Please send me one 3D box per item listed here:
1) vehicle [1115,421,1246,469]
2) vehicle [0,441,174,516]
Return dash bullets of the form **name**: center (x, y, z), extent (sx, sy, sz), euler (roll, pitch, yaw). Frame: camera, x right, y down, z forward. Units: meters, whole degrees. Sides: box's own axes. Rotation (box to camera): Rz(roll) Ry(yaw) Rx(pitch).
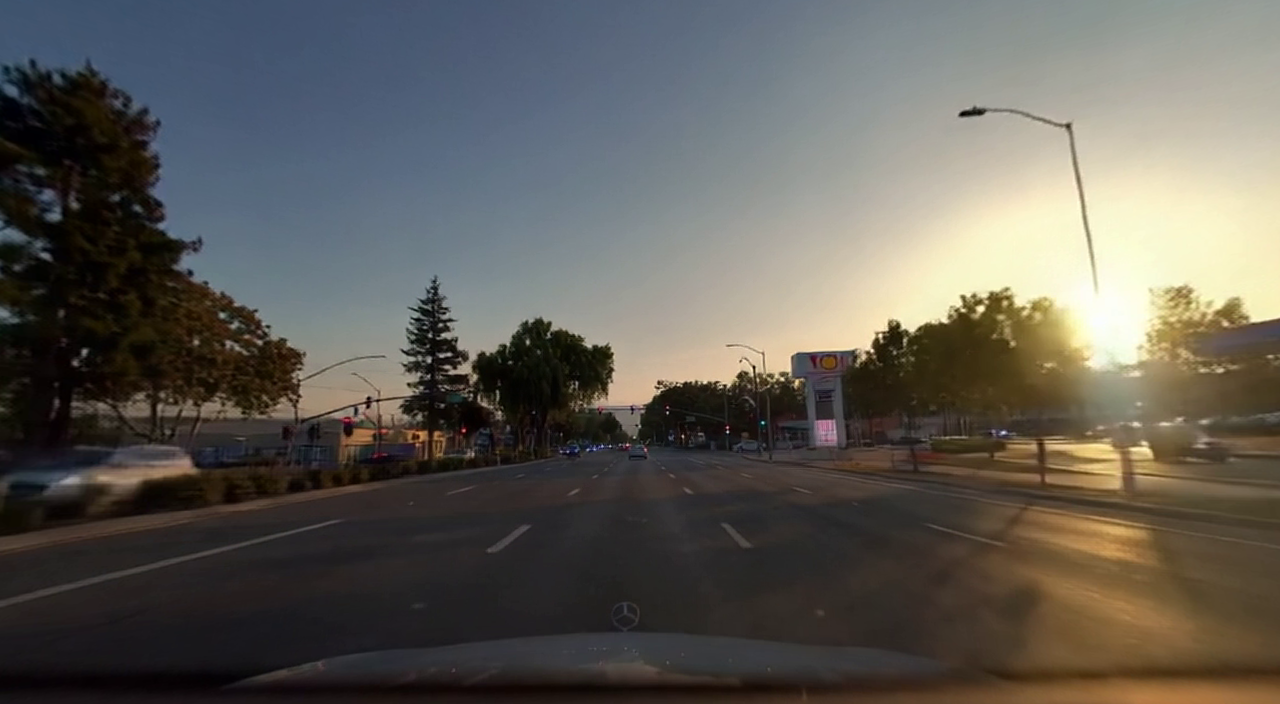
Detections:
- **vehicle**: center (18.375, 3.202, 21.733), extent (1.767, 1.466, 3.855), euler (-2, -9, 14)
- **vehicle**: center (-14.486, 3.119, 16.164), extent (2.020, 1.645, 4.146), euler (0, -8, -2)
